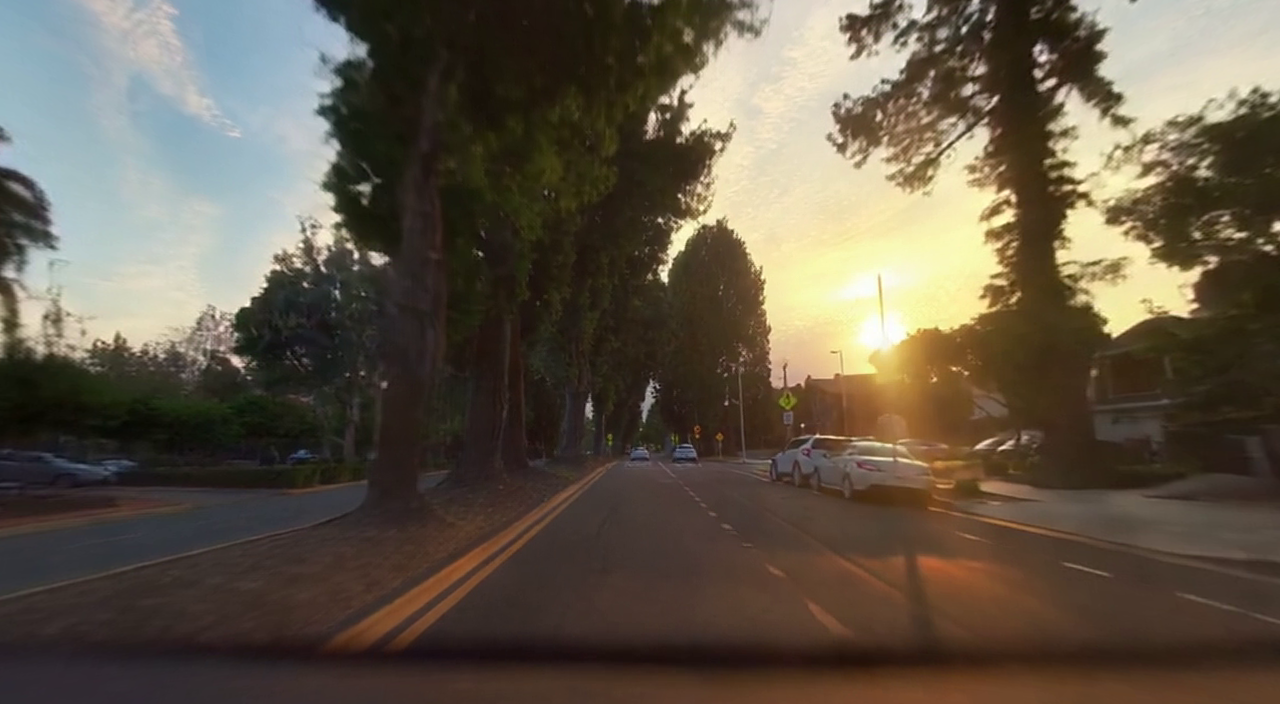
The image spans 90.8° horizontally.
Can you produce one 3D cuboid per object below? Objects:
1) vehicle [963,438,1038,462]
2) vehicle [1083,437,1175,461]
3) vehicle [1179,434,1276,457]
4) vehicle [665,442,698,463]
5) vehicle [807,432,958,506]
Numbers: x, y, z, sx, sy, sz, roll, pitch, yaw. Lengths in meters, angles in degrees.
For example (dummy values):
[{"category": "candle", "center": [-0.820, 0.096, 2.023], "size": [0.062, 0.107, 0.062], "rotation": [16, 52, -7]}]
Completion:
[{"category": "vehicle", "center": [24.175, 6.589, 42.426], "size": [3.898, 1.540, 1.803], "rotation": [0, -9, 1]}, {"category": "vehicle", "center": [32.937, 6.540, 42.622], "size": [4.544, 1.443, 1.914], "rotation": [-1, -7, 2]}, {"category": "vehicle", "center": [39.658, 6.324, 42.701], "size": [4.648, 1.456, 1.864], "rotation": [-1, -9, -1]}, {"category": "vehicle", "center": [3.058, 7.562, 47.528], "size": [2.142, 1.501, 4.273], "rotation": [0, -8, -1]}, {"category": "vehicle", "center": [6.431, 3.152, 17.565], "size": [2.040, 1.710, 5.200], "rotation": [0, -8, -1]}]
